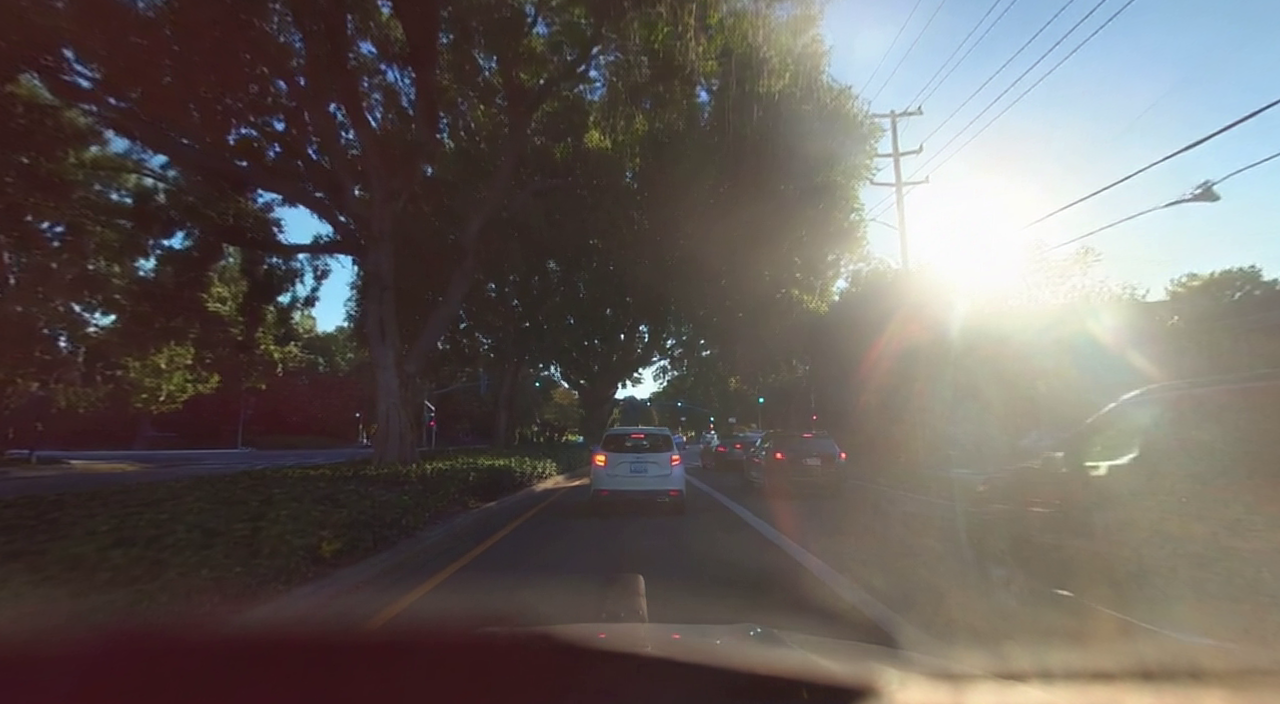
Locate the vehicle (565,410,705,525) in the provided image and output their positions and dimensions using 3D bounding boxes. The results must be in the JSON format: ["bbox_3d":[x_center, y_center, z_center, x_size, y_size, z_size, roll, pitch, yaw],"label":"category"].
[{"bbox_3d":[-0.125,2.095,11.916,2.163,1.746,4.073,0,-8,-1],"label":"vehicle"}]

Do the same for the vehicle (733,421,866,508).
[{"bbox_3d":[3.380,2.465,14.181,1.923,1.653,3.703,0,-8,-1],"label":"vehicle"}]

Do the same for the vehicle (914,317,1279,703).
[{"bbox_3d":[3.813,0.893,3.496,2.254,1.840,4.918,0,-8,-1],"label":"vehicle"}]
